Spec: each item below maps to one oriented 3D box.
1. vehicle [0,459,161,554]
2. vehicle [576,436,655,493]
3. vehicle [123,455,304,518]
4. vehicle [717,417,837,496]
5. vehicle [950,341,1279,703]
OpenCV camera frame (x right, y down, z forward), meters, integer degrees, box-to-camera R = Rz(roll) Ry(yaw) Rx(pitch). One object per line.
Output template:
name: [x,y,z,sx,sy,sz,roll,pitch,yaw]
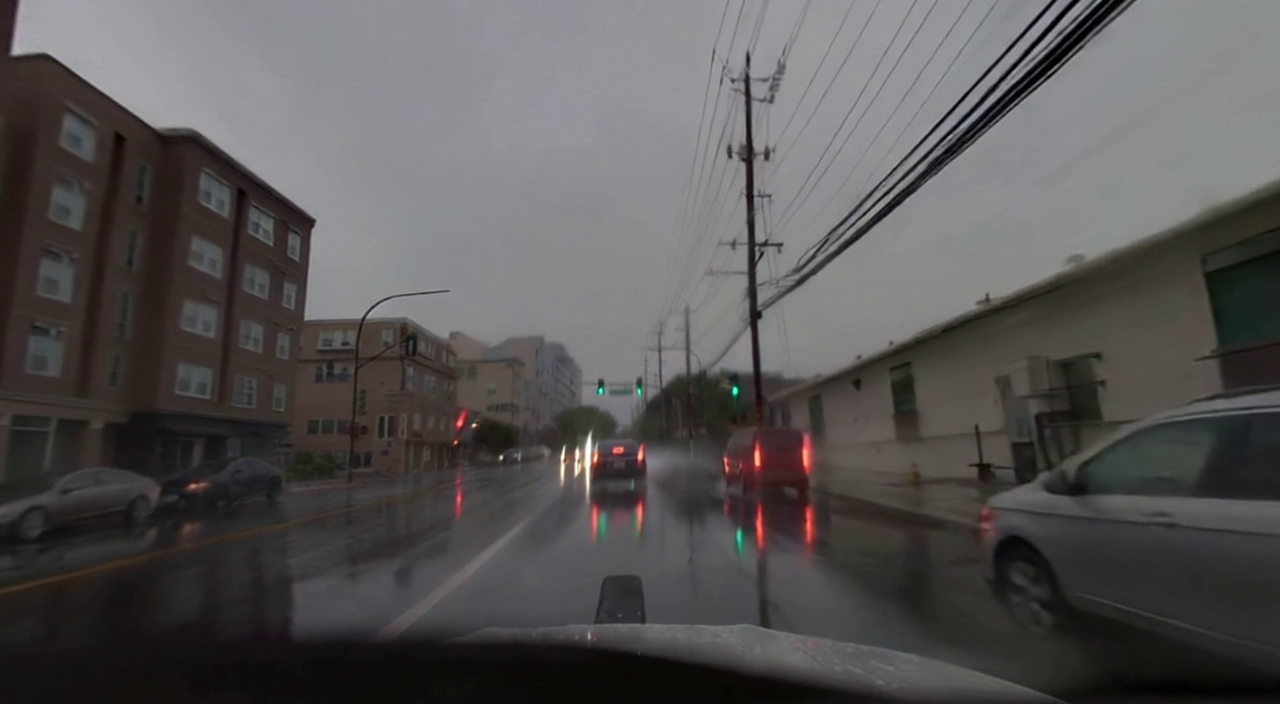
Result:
vehicle: [-12.008,2.950,12.524,2.004,1.526,3.807,0,-8,0]
vehicle: [-0.649,3.190,18.281,2.019,1.453,4.129,0,-8,0]
vehicle: [-12.005,3.780,18.292,1.910,1.498,4.662,0,-8,1]
vehicle: [3.704,2.962,18.211,2.248,1.945,5.011,0,-8,-1]
vehicle: [3.687,0.887,2.868,2.186,1.764,4.470,0,-8,-1]
